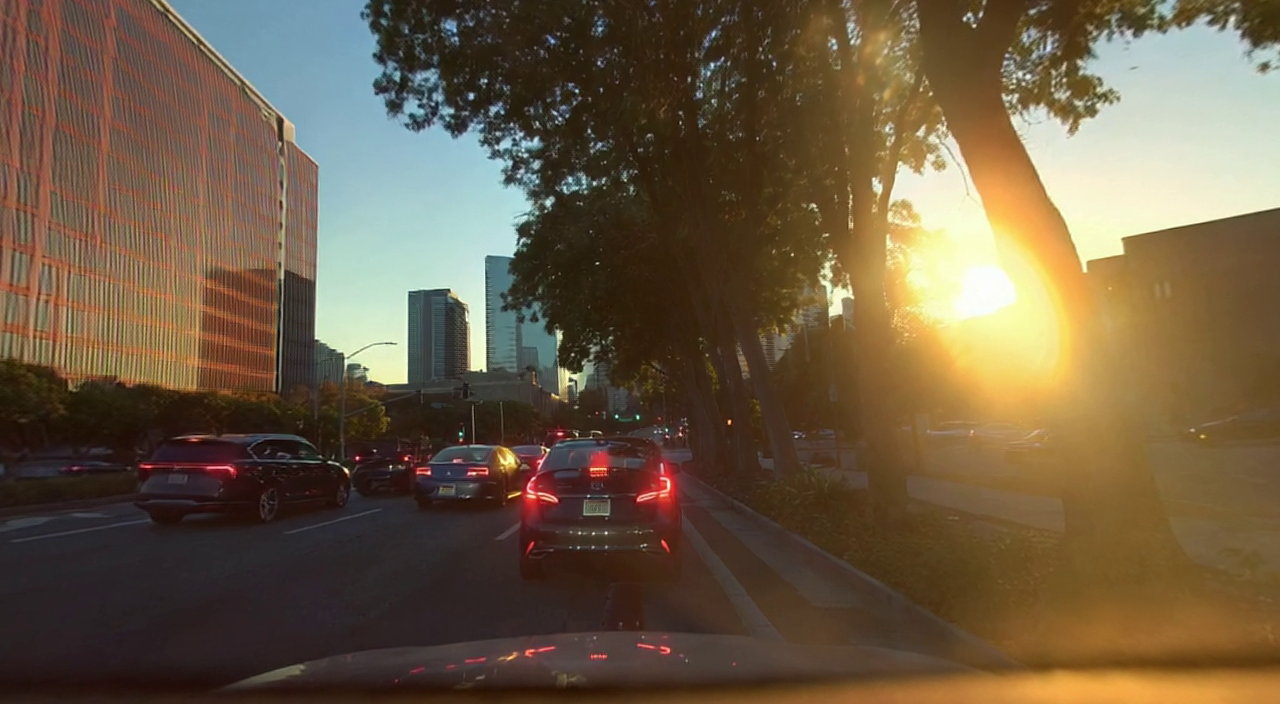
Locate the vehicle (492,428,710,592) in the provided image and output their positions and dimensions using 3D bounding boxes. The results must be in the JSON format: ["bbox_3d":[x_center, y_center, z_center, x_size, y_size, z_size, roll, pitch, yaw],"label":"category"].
[{"bbox_3d":[-0.383,1.811,8.062,2.066,1.544,3.954,0,-9,0],"label":"vehicle"}]

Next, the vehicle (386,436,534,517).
[{"bbox_3d":[-3.794,2.701,14.274,1.913,1.521,4.539,0,-9,1],"label":"vehicle"}]

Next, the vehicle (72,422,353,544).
[{"bbox_3d":[-7.289,2.246,11.498,2.068,1.784,4.224,0,-9,1],"label":"vehicle"}]
